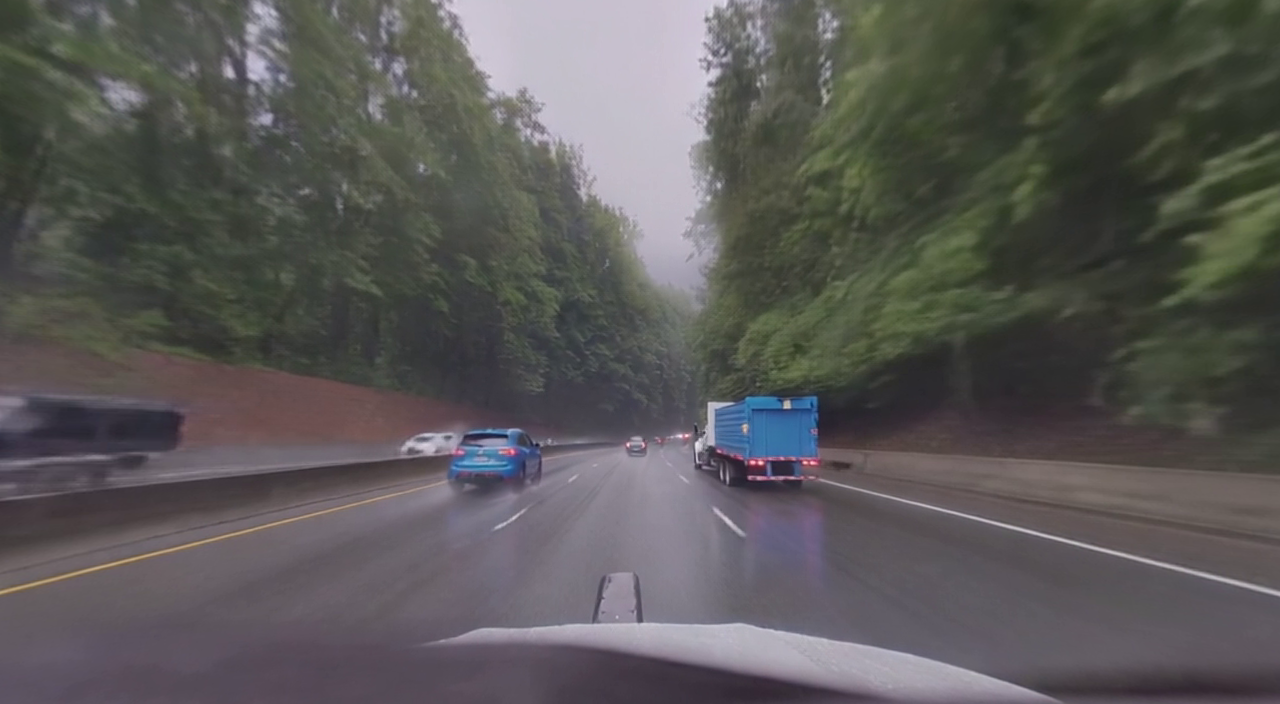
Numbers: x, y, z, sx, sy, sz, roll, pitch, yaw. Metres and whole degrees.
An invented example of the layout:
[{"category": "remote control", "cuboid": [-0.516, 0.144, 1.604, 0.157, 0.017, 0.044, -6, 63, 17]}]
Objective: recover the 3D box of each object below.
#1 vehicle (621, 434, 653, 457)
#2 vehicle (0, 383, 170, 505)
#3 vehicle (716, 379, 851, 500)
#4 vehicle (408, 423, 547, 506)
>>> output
[{"category": "vehicle", "cuboid": [-0.195, 6.791, 45.908, 2.195, 1.529, 4.572, 0, -8, 1]}, {"category": "vehicle", "cuboid": [-14.364, 2.070, 14.225, 2.279, 2.504, 6.738, 0, -8, 0]}, {"category": "vehicle", "cuboid": [3.298, 2.127, 15.482, 2.256, 2.568, 4.049, 0, -8, -1]}, {"category": "vehicle", "cuboid": [-3.428, 2.440, 14.220, 2.008, 1.588, 4.147, 0, -8, 0]}]
